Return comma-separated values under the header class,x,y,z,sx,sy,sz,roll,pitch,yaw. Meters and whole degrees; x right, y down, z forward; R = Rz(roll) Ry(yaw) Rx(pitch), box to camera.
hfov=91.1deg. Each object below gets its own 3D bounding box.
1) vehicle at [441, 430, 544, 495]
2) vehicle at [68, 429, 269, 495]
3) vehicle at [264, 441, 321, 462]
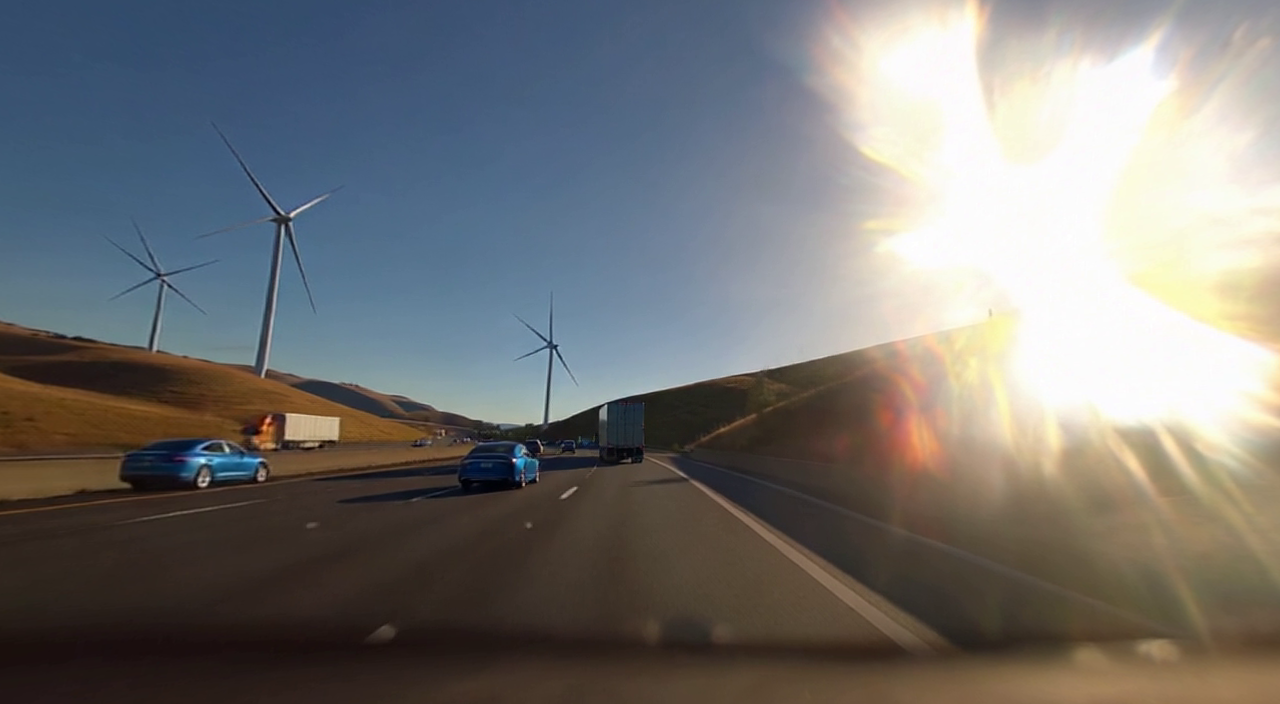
class,x,y,z,sx,sy,sz,roll,pitch,yaw
vehicle,-4.166,3.191,18.427,2.109,1.684,3.783,0,-8,-1
vehicle,-15.013,3.515,20.607,2.285,1.835,5.672,0,-8,-1
vehicle,-26.369,7.560,47.803,1.979,1.475,4.452,0,-8,-3
